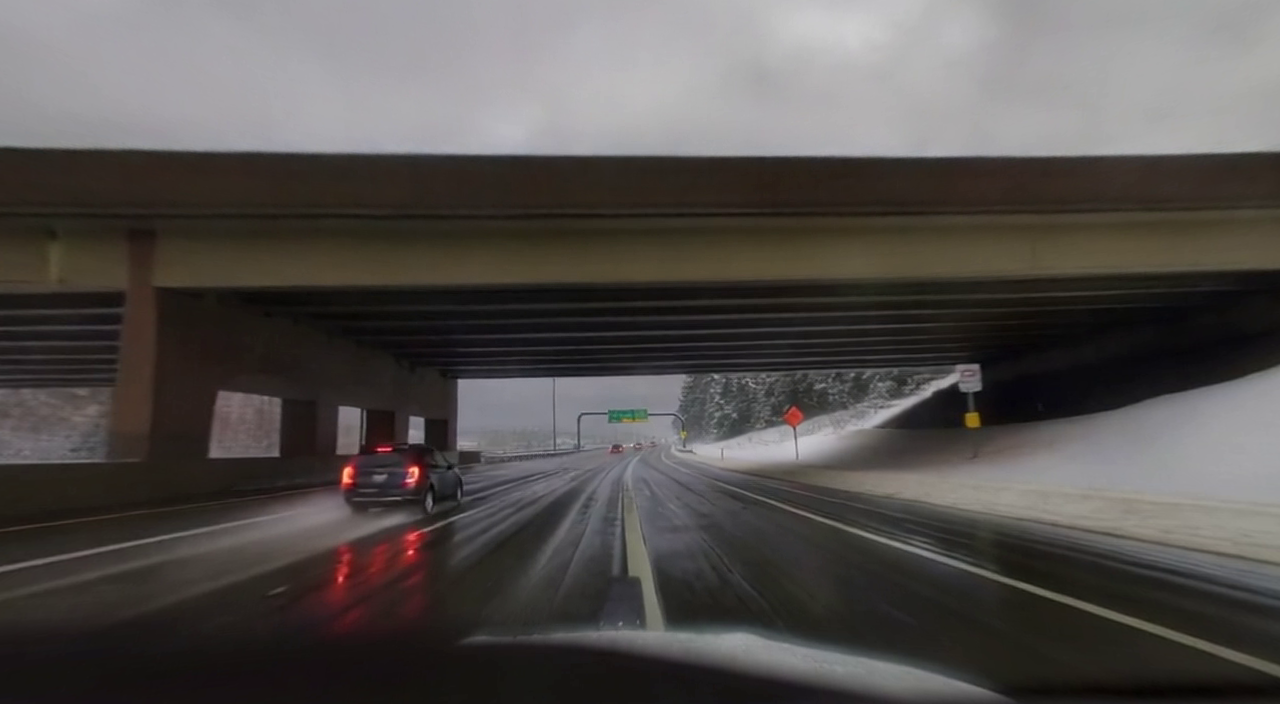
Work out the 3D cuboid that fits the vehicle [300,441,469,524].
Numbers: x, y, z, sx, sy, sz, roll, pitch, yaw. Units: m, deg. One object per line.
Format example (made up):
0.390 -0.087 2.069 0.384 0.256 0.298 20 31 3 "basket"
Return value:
-5.357 2.771 13.950 2.055 1.535 4.073 0 -9 -1 "vehicle"
